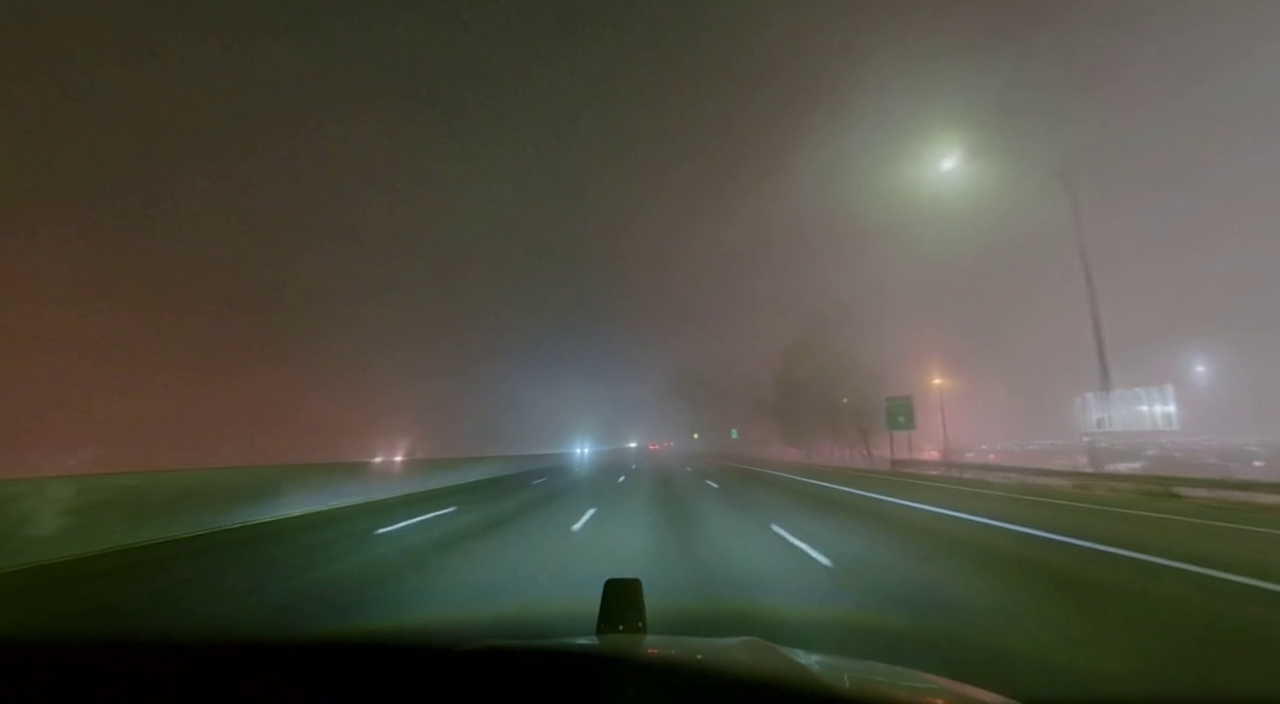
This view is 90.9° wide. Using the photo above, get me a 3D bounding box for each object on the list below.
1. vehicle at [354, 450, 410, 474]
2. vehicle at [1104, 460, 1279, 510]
[{"bbox_3d":[-18.277,7.787,44.887,1.954,1.610,4.594,-1,-8,1],"label":"vehicle"},{"bbox_3d":[27.188,6.477,30.919,7.005,2.000,2.255,-2,-9,-1],"label":"vehicle"}]
